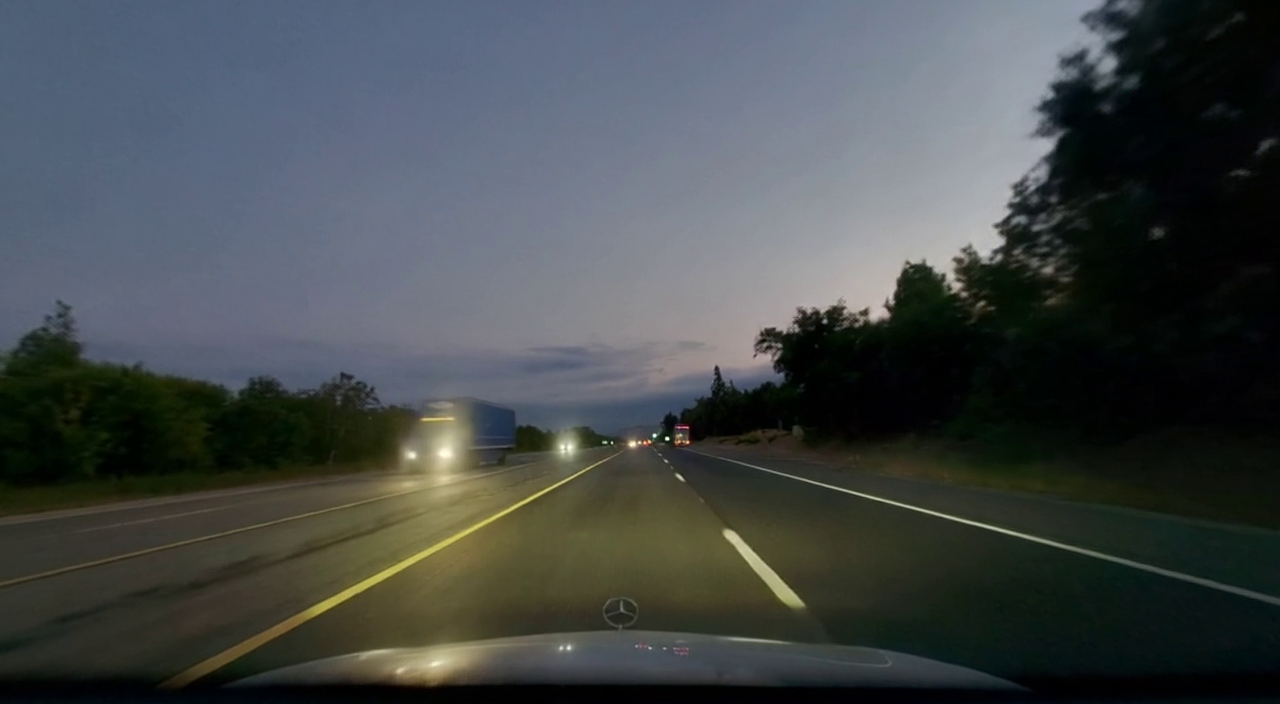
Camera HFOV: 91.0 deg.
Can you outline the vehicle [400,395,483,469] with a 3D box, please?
[{"bbox_3d":[-11.549,4.763,37.263,3.033,3.963,5.845,0,-8,-1],"label":"vehicle"}]
